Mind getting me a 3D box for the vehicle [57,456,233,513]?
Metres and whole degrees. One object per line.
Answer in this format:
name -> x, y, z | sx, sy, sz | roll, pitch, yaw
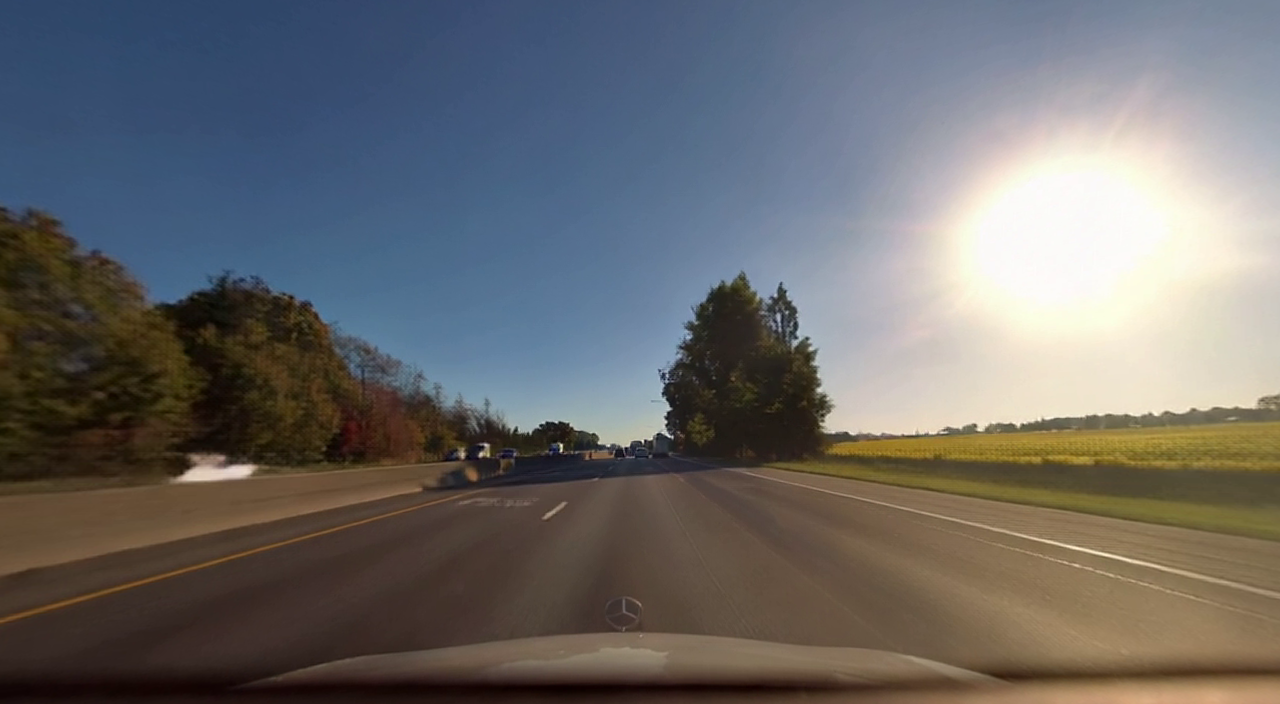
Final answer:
vehicle -> -15.276, 4.077, 19.806 | 1.908, 1.500, 4.475 | -1, -9, 0
